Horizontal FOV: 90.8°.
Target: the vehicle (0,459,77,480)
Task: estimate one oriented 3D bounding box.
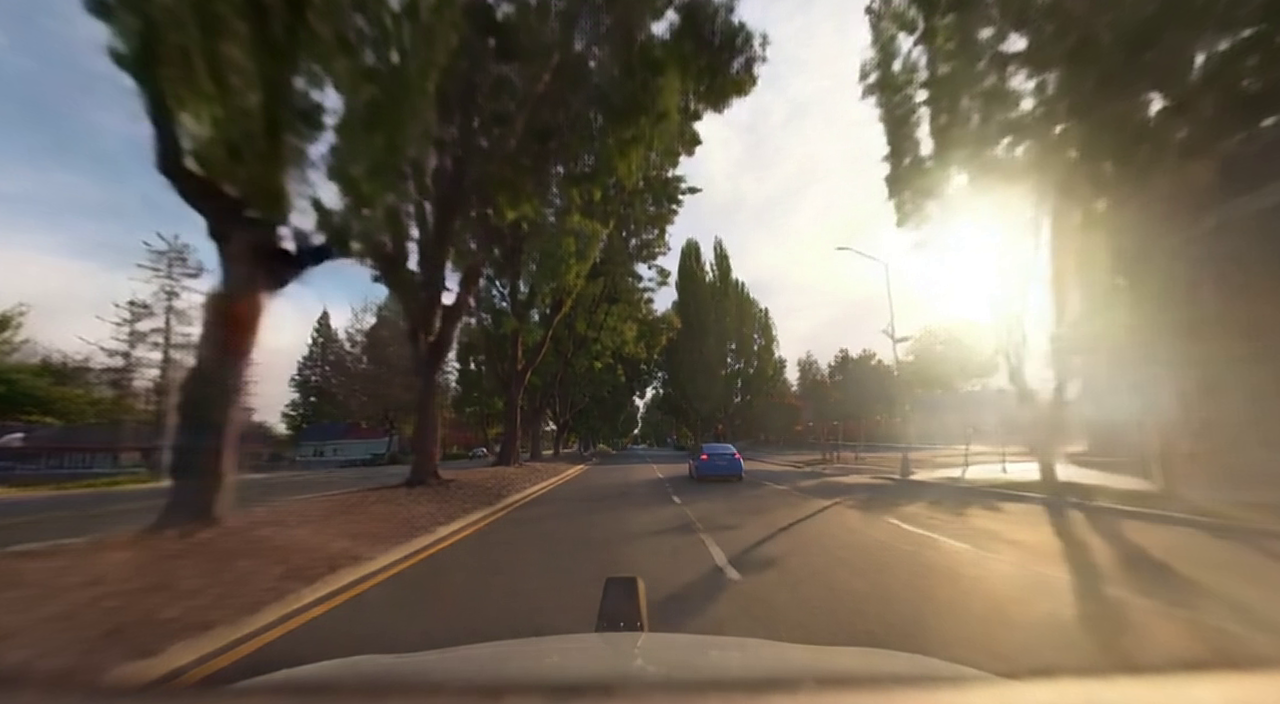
[{"bbox_3d":[-45.803,8.889,47.810,4.294,1.459,1.898,1,-8,-5],"label":"vehicle"}]

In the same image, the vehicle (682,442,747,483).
[{"bbox_3d":[2.803,4.241,24.649,1.929,1.411,4.284,1,-8,-1],"label":"vehicle"}]
